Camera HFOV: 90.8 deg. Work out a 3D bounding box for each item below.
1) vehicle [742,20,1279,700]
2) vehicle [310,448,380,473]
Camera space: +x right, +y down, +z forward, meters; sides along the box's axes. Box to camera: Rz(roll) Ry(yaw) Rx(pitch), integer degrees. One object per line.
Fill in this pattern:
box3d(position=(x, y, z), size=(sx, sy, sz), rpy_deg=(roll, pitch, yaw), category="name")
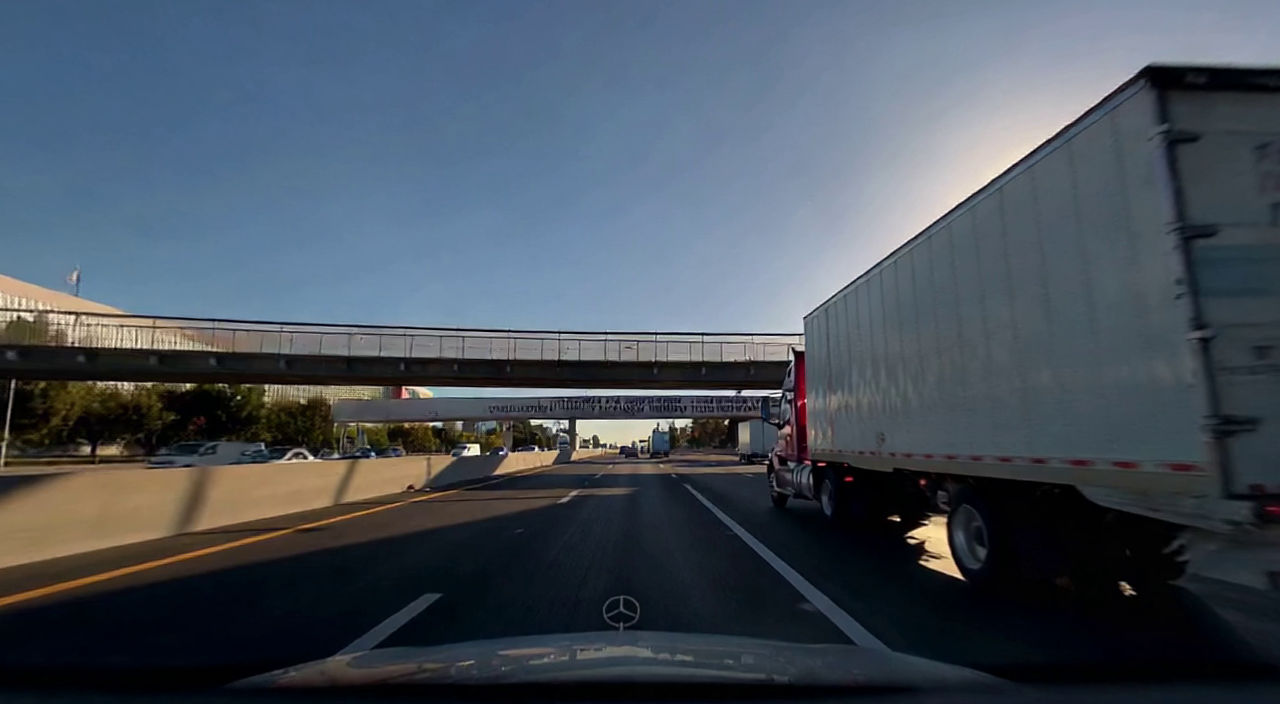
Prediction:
box3d(position=(3.397, 0.436, 7.521), size=(3.210, 4.239, 7.307), rpy_deg=(0, -9, 1), category="vehicle")
box3d(position=(-17.553, 6.455, 37.791), size=(2.164, 1.436, 4.171), rpy_deg=(0, -9, 0), category="vehicle")
